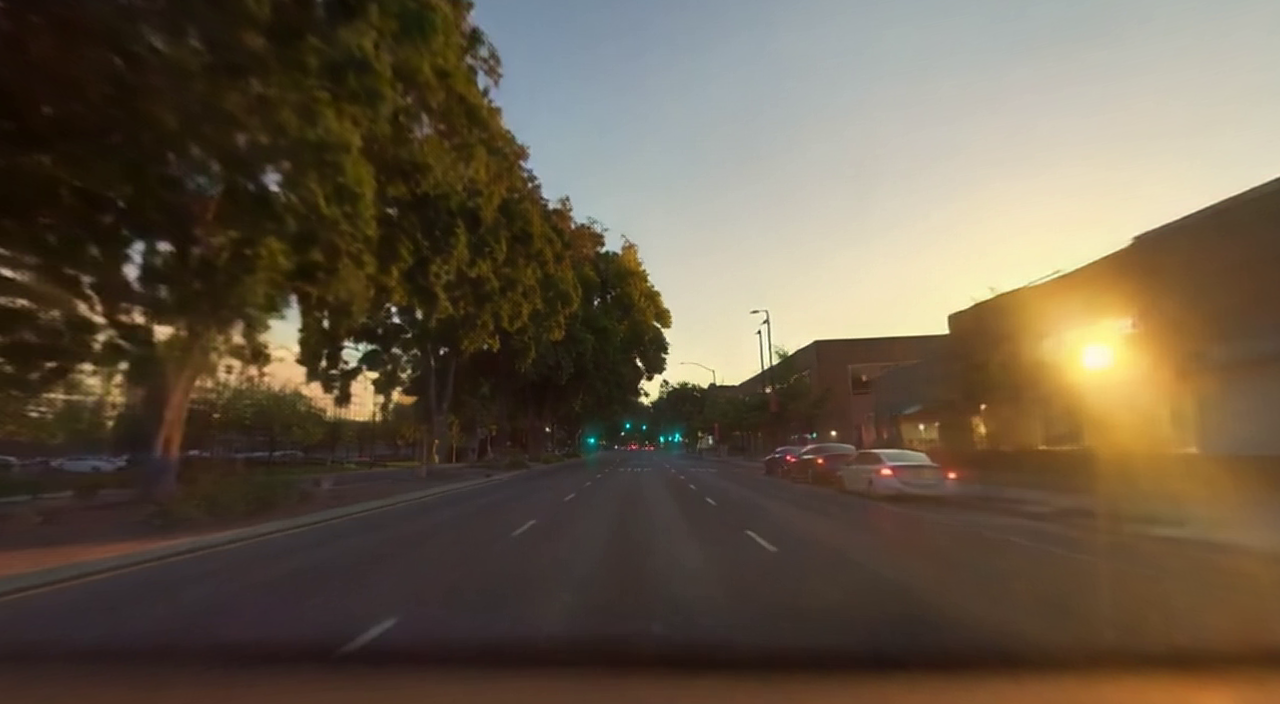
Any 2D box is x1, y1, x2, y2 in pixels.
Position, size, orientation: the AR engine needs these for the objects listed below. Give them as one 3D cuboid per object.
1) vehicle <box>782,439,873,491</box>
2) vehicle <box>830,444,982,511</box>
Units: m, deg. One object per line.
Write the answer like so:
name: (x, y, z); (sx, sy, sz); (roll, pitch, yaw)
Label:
vehicle: (6.738, 4.089, 23.258); (1.980, 1.675, 4.854); (0, -9, 1)
vehicle: (6.643, 3.151, 16.444); (1.847, 1.472, 4.846); (0, -9, 0)
